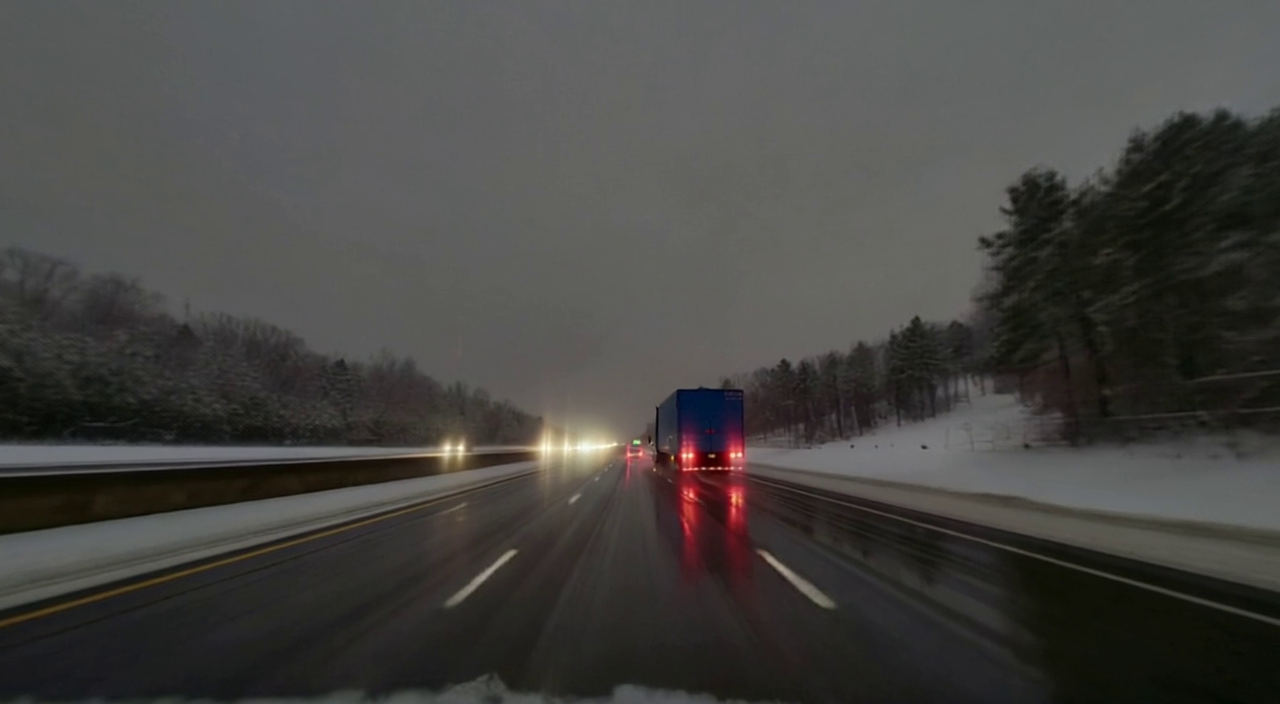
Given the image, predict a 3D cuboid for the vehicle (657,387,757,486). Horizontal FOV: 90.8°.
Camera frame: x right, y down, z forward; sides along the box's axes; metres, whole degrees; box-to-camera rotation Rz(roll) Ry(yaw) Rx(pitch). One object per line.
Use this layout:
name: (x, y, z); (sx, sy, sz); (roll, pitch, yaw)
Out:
vehicle: (3.080, 4.806, 35.010); (3.462, 4.177, 16.311); (0, -9, -1)
